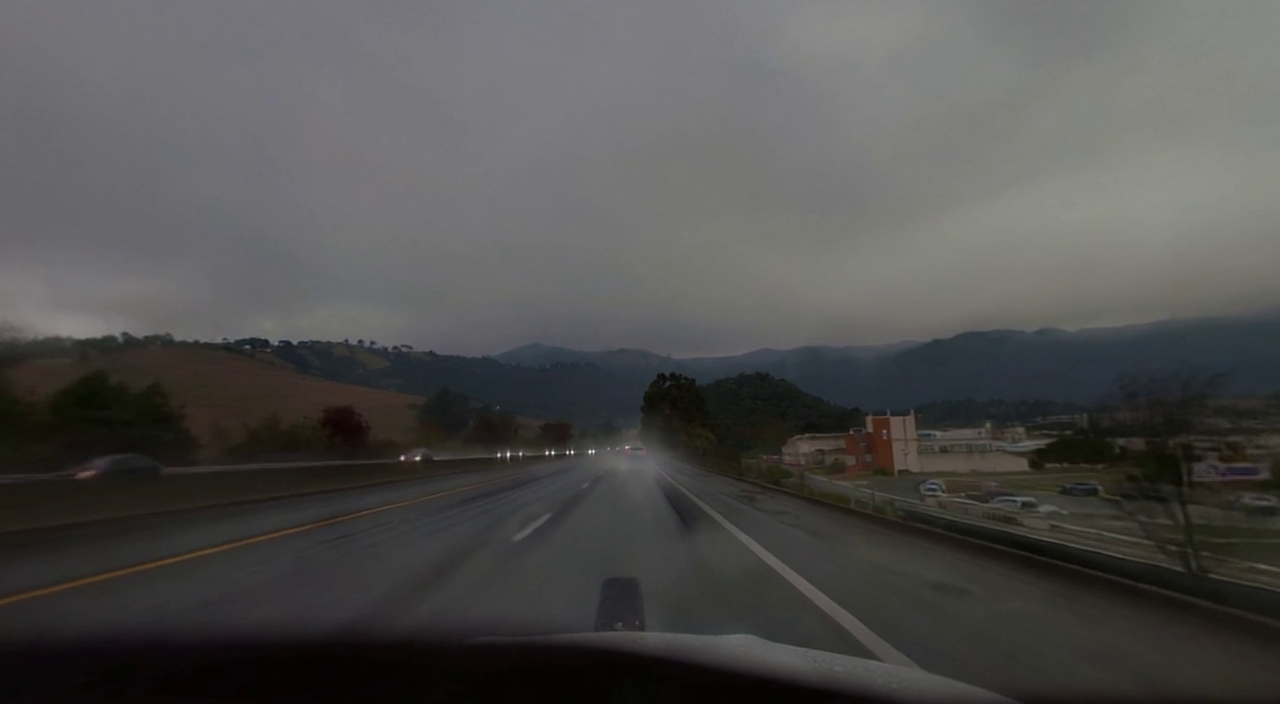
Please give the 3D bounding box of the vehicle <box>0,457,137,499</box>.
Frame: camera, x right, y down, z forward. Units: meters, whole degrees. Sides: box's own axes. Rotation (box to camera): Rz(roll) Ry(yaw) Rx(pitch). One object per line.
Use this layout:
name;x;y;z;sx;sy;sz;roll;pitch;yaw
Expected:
vehicle;-25.642;5.598;28.468;2.148;1.683;4.511;0;-9;0
